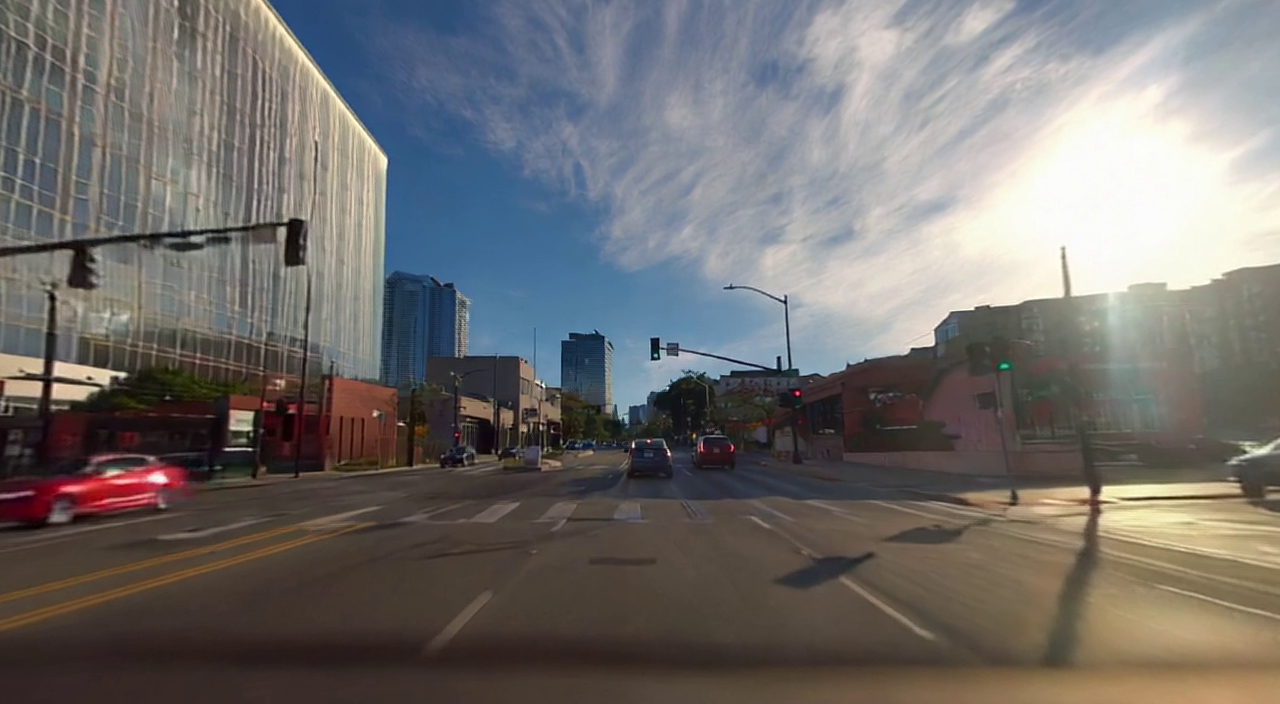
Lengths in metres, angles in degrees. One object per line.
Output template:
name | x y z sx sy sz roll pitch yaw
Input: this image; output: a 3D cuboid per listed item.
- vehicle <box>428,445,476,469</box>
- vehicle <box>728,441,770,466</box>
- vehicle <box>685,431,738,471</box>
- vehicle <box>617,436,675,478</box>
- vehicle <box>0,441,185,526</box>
vehicle | -13.655 7.646 46.008 1.984 1.618 4.568 0 -8 1
vehicle | 7.188 6.742 41.904 1.961 1.510 4.707 0 -9 0
vehicle | 3.743 5.295 33.878 2.159 1.938 4.836 0 -8 -1
vehicle | 0.222 4.394 26.636 2.245 1.587 4.094 0 -8 -1
vehicle | -13.965 3.104 15.549 2.082 1.772 4.447 0 -8 0
